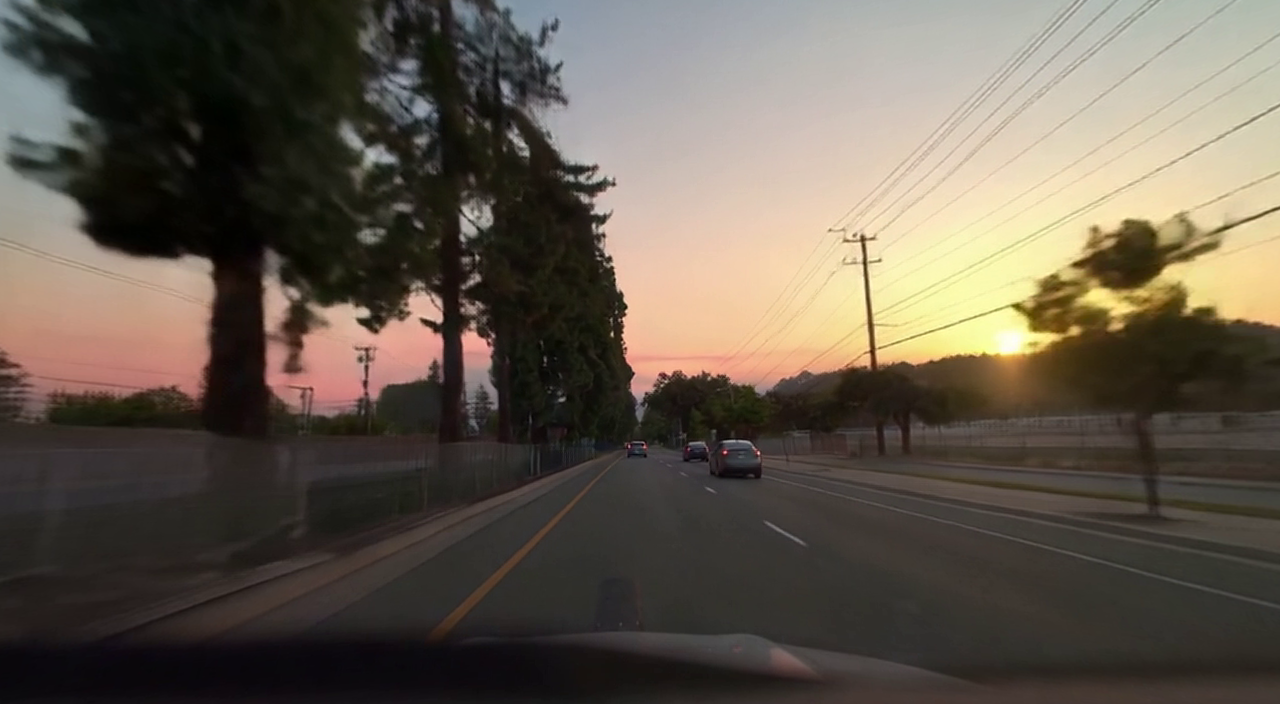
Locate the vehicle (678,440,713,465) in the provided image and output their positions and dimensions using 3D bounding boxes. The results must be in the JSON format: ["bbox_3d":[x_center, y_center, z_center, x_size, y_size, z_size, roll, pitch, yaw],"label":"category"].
[{"bbox_3d":[3.794,6.975,43.870,2.012,1.653,4.115,0,-8,-1],"label":"vehicle"}]

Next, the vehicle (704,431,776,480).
[{"bbox_3d":[4.024,4.280,26.317,2.112,1.825,4.574,0,-8,-2],"label":"vehicle"}]
